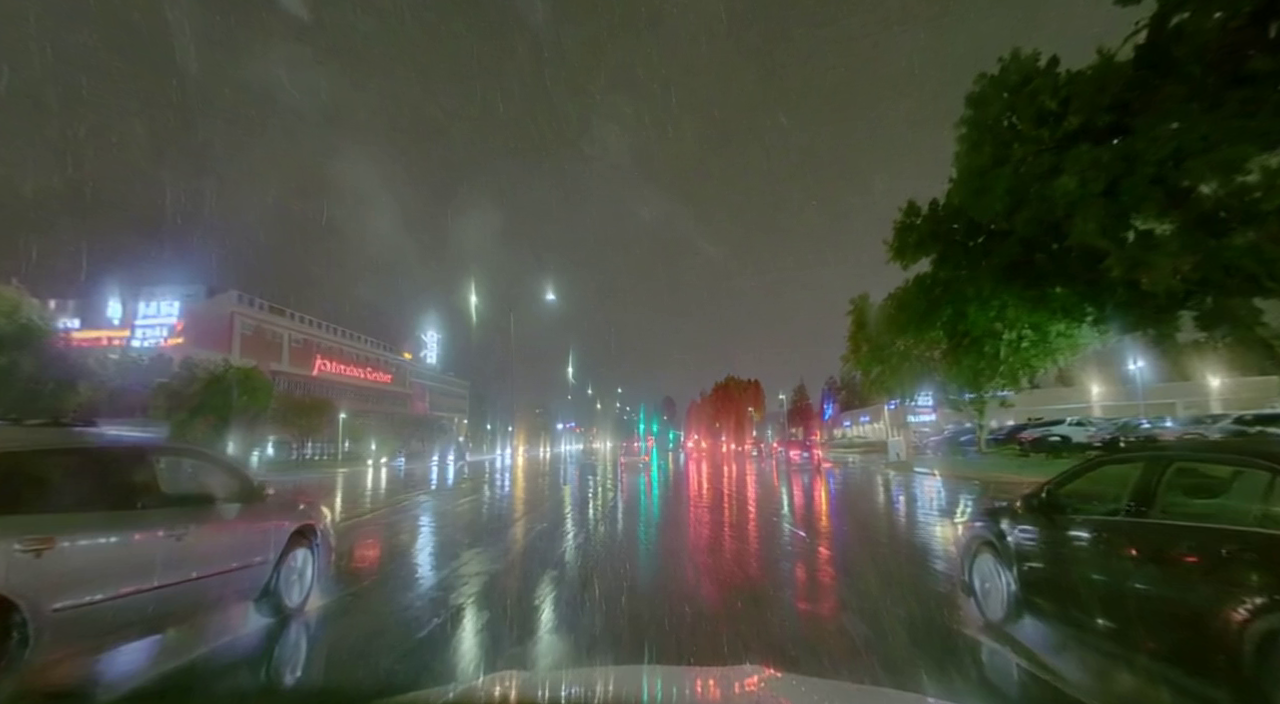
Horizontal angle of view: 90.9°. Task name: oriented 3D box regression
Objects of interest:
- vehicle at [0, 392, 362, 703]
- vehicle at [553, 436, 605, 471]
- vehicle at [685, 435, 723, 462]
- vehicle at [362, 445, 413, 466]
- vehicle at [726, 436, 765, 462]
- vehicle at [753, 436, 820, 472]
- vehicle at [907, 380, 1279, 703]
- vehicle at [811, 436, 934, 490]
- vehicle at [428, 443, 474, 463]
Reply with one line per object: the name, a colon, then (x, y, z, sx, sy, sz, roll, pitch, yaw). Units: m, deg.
vehicle: (-3.681, 1.032, 3.279, 2.155, 1.504, 4.776, -1, -8, 2)
vehicle: (-2.821, 4.825, 30.127, 1.917, 1.511, 4.436, -1, -8, 1)
vehicle: (4.274, 6.528, 42.753, 2.007, 1.683, 4.171, 0, -8, -1)
vehicle: (-18.771, 7.723, 47.092, 1.911, 1.482, 4.430, -1, -8, 1)
vehicle: (7.791, 7.201, 46.844, 2.003, 1.789, 4.718, 0, -8, -1)
vehicle: (7.199, 5.034, 31.362, 2.077, 1.666, 4.342, 0, -8, -3)
vehicle: (3.211, 0.957, 2.906, 1.981, 1.499, 4.536, 0, -8, 0)
vehicle: (7.329, 3.538, 20.549, 2.033, 1.540, 4.923, 0, -8, -1)
vehicle: (-14.725, 7.863, 49.268, 2.177, 1.519, 4.307, -1, -8, 1)
